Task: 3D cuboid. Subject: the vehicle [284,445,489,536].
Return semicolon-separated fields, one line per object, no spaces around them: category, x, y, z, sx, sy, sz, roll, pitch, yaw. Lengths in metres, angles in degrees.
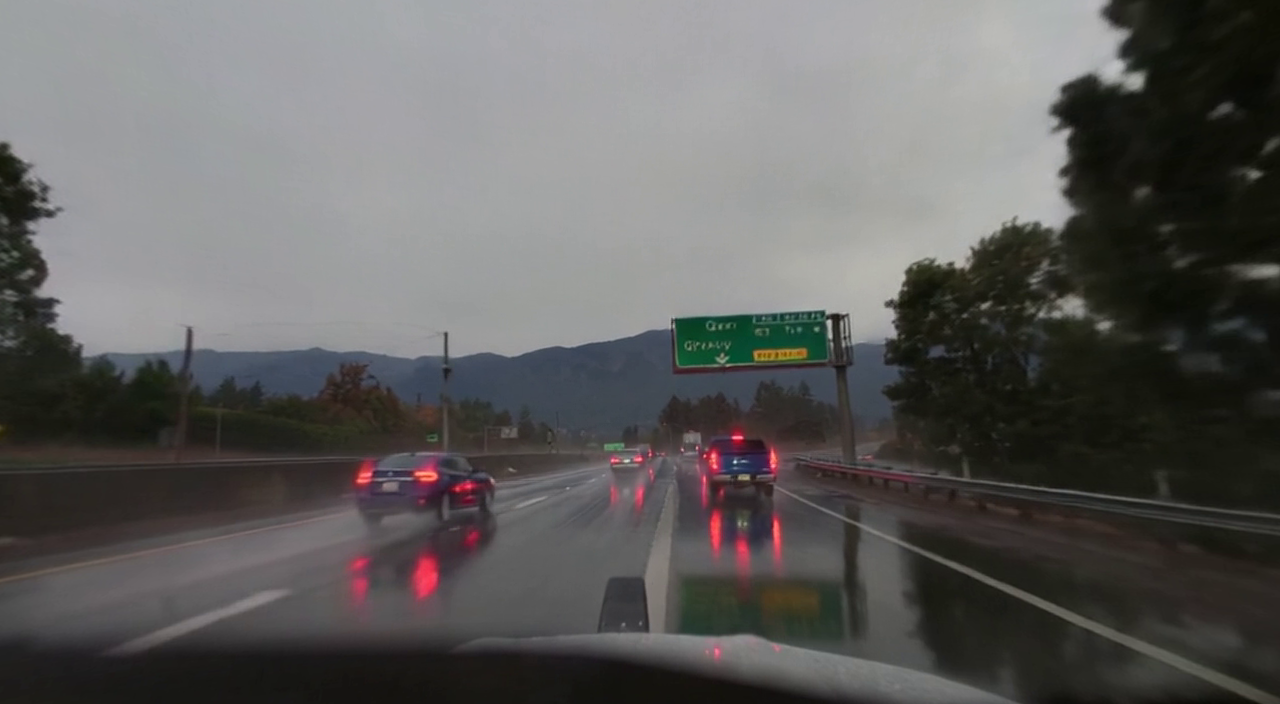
vehicle;-4.974;2.747;13.300;2.109;1.530;4.646;-1;-8;4

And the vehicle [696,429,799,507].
vehicle;2.796;3.170;17.772;2.229;1.837;5.387;-1;-8;3

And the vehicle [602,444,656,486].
vehicle;-0.378;4.644;26.334;1.959;1.604;4.065;-1;-8;4
